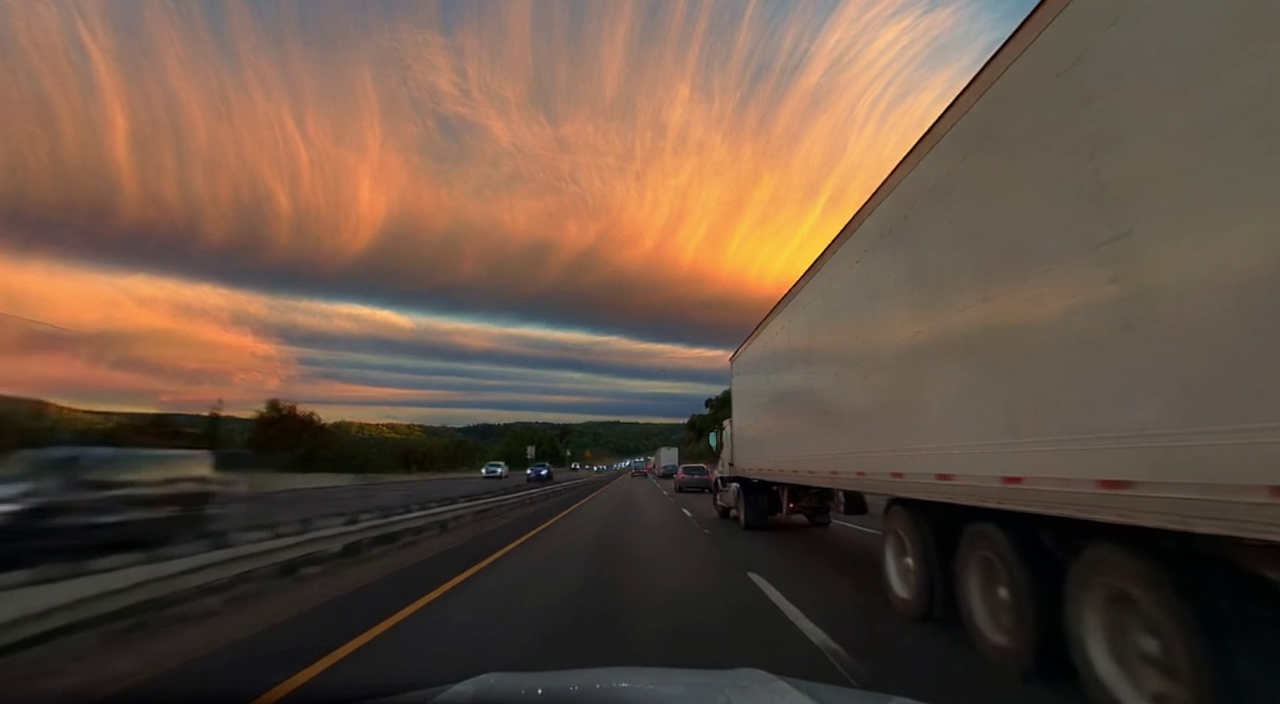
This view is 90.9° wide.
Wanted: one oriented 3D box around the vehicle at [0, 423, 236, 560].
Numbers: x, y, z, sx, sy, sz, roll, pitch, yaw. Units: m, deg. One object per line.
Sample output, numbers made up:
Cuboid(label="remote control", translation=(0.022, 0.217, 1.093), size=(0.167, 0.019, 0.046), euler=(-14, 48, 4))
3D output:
Cuboid(label="vehicle", translation=(-9.671, 2.207, 10.429), size=(2.556, 1.770, 5.047), euler=(1, -10, 0))

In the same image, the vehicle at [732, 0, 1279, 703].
Cuboid(label="vehicle", translation=(3.706, 0.834, 8.094), size=(2.863, 4.088, 14.040), euler=(1, -10, 0))

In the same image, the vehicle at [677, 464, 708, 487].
Cuboid(label="vehicle", translation=(4.049, 9.576, 49.007), size=(2.018, 1.674, 4.029), euler=(1, -10, -1))
